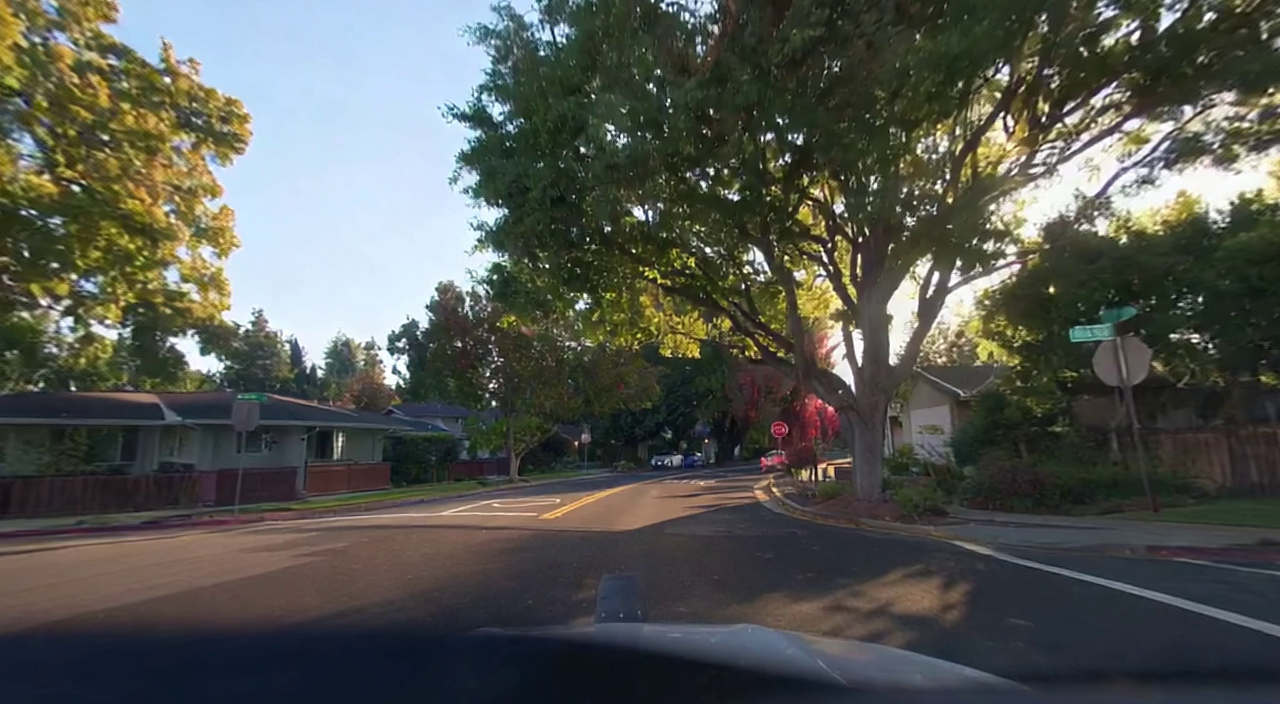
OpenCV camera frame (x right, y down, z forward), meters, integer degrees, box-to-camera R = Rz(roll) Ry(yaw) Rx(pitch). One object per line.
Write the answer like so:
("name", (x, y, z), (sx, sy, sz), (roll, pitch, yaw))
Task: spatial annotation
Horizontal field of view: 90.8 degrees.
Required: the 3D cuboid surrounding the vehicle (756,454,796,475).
("vehicle", (10.487, 8.575, 48.460), (2.045, 1.478, 4.914), (-4, -9, 23))
